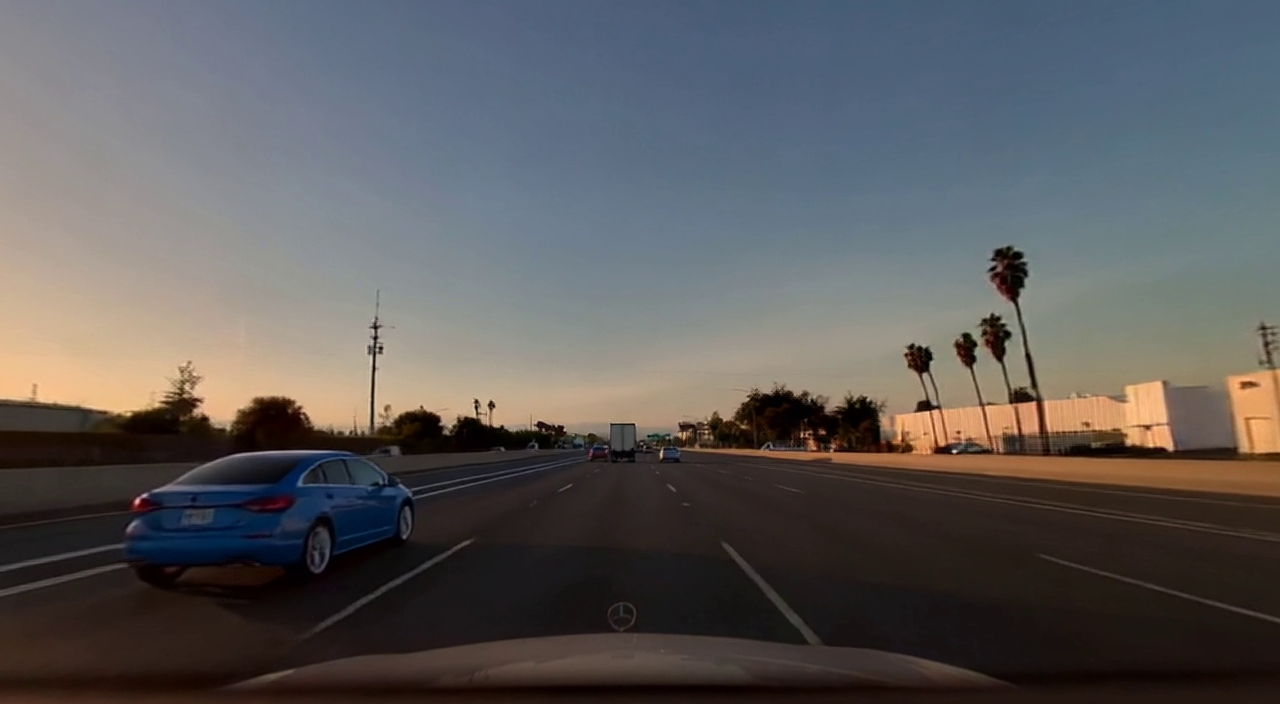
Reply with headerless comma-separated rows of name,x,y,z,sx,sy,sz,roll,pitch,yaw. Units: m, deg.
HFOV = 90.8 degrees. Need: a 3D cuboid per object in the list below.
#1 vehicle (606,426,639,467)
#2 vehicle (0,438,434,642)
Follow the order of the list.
vehicle,-1.313,7.256,48.578,2.364,2.953,6.495,0,-9,-2
vehicle,-3.992,1.686,6.765,2.097,1.447,4.291,0,-9,0
